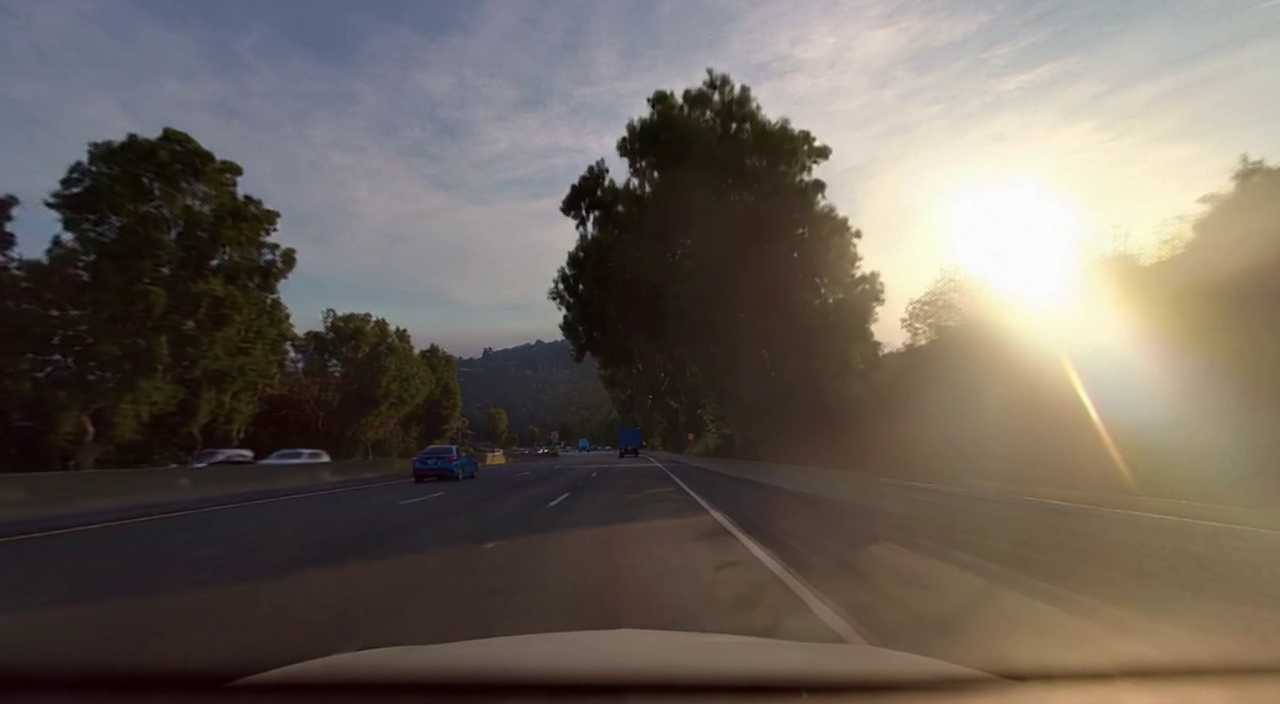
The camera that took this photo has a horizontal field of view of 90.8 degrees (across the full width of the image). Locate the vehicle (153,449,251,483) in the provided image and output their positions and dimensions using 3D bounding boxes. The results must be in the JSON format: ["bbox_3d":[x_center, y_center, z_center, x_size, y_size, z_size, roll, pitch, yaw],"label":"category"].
[{"bbox_3d":[-21.788,5.669,31.671,1.848,1.553,4.323,0,-9,-1],"label":"vehicle"}]

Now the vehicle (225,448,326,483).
[{"bbox_3d":[-17.672,5.491,30.984,2.261,1.528,4.563,0,-9,-1],"label":"vehicle"}]

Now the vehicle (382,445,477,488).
[{"bbox_3d":[-8.060,4.400,24.687,2.155,1.504,4.490,0,-9,0],"label":"vehicle"}]
